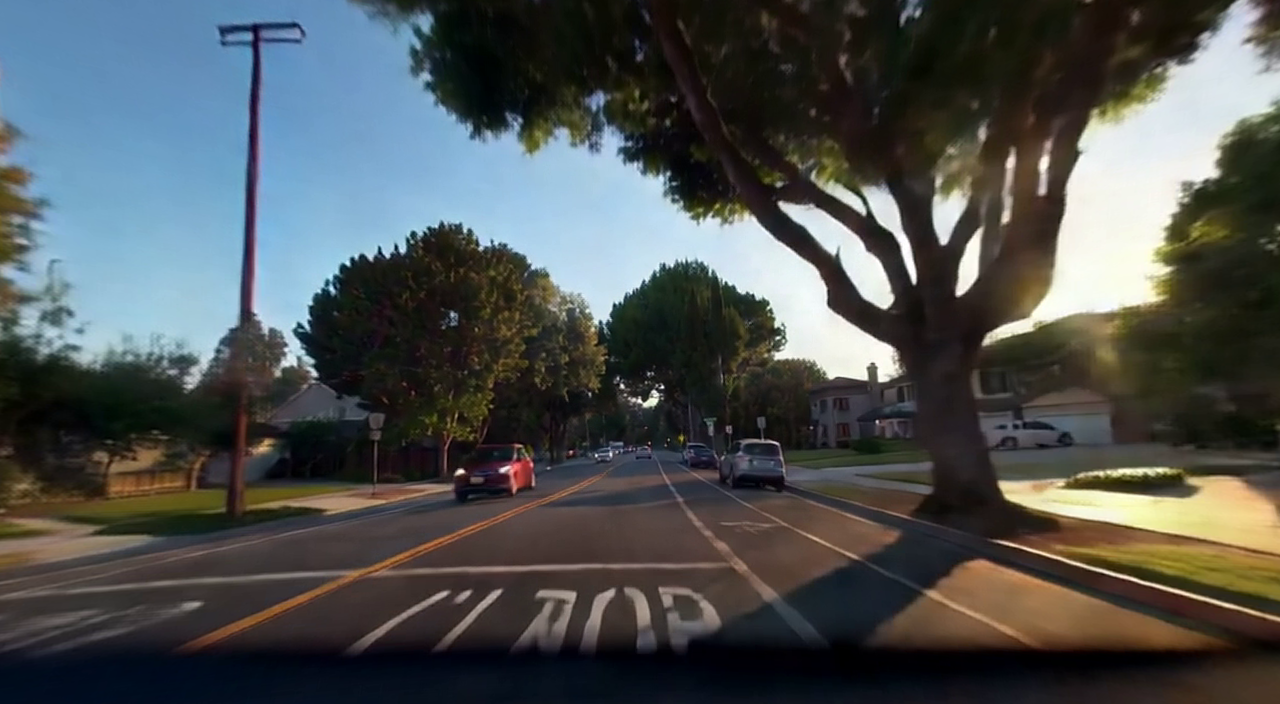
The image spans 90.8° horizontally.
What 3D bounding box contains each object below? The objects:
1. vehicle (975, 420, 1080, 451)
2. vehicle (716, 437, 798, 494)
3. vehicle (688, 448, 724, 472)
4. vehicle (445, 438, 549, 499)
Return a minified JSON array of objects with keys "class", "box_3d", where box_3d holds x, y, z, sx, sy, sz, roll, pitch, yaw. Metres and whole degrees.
[{"class":"vehicle","box_3d":[22.283,4.841,36.438,4.799,1.678,2.002,1,-9,-4]},{"class":"vehicle","box_3d":[3.903,3.884,22.024,2.087,1.725,4.986,0,-9,2]},{"class":"vehicle","box_3d":[4.219,6.969,41.083,1.874,1.415,4.683,0,-9,0]},{"class":"vehicle","box_3d":[-4.638,3.850,21.432,2.091,1.793,5.296,0,-9,2]}]
